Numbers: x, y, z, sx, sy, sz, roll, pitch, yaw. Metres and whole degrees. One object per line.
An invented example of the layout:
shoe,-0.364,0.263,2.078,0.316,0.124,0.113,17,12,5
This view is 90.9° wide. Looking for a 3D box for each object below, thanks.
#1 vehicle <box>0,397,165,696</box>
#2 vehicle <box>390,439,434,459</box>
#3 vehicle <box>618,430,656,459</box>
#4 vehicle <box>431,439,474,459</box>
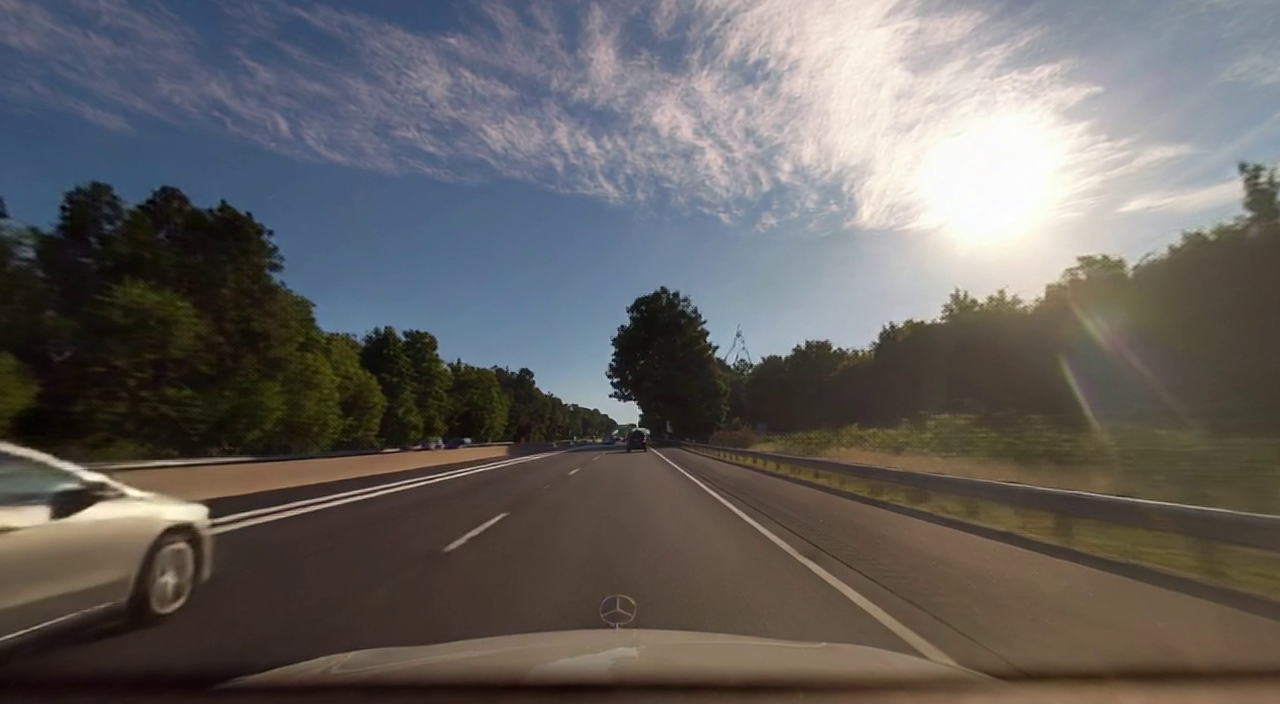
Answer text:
vehicle,-4.228,0.841,2.168,2.030,1.491,4.046,0,-8,-1
vehicle,-17.372,7.347,48.101,1.756,1.441,4.091,0,-8,1
vehicle,-0.194,5.594,38.404,2.134,1.654,4.174,0,-8,-1
vehicle,-13.801,7.125,46.587,1.932,1.420,3.930,0,-8,1
